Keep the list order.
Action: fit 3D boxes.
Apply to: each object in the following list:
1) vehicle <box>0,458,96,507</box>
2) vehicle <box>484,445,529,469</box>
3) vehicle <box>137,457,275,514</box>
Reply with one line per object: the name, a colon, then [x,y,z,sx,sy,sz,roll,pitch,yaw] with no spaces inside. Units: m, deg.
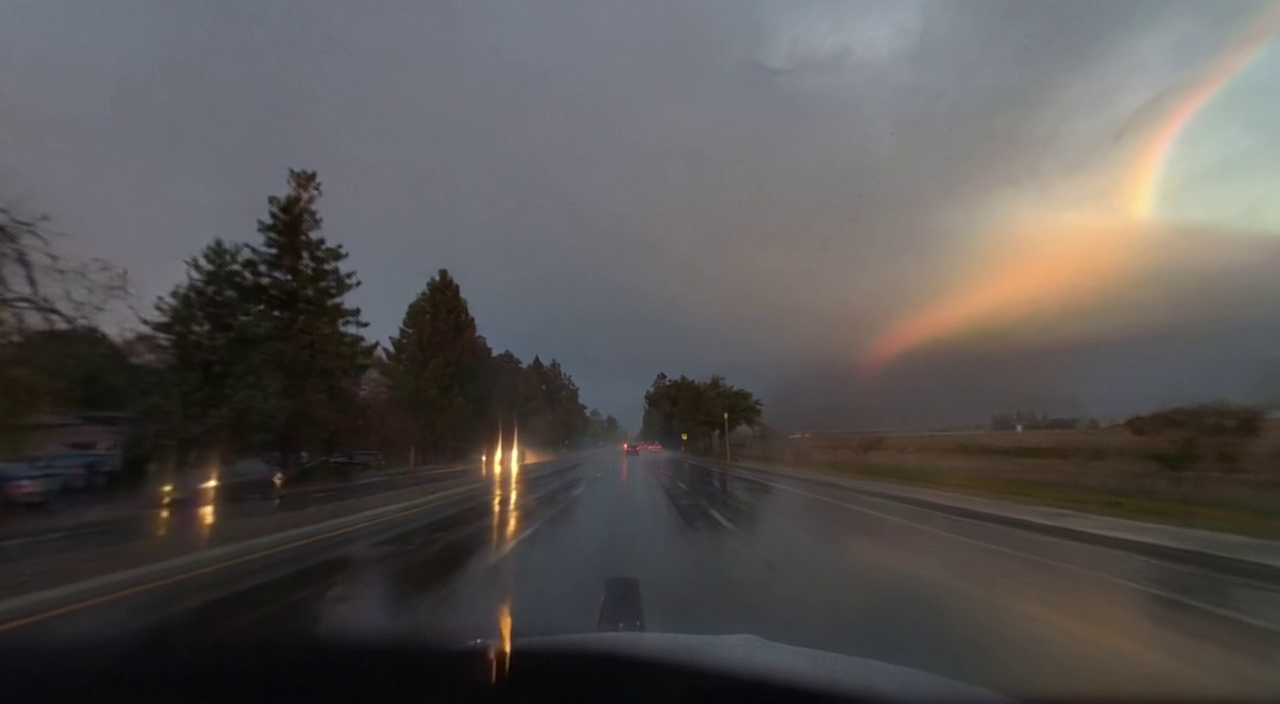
vehicle: [-21.450,4.368,21.311,1.916,1.482,4.789,0,-9,1]
vehicle: [-9.958,7.848,47.475,2.365,1.697,4.391,0,-9,0]
vehicle: [-14.638,4.475,21.657,1.896,1.486,4.285,-4,-8,-2]
